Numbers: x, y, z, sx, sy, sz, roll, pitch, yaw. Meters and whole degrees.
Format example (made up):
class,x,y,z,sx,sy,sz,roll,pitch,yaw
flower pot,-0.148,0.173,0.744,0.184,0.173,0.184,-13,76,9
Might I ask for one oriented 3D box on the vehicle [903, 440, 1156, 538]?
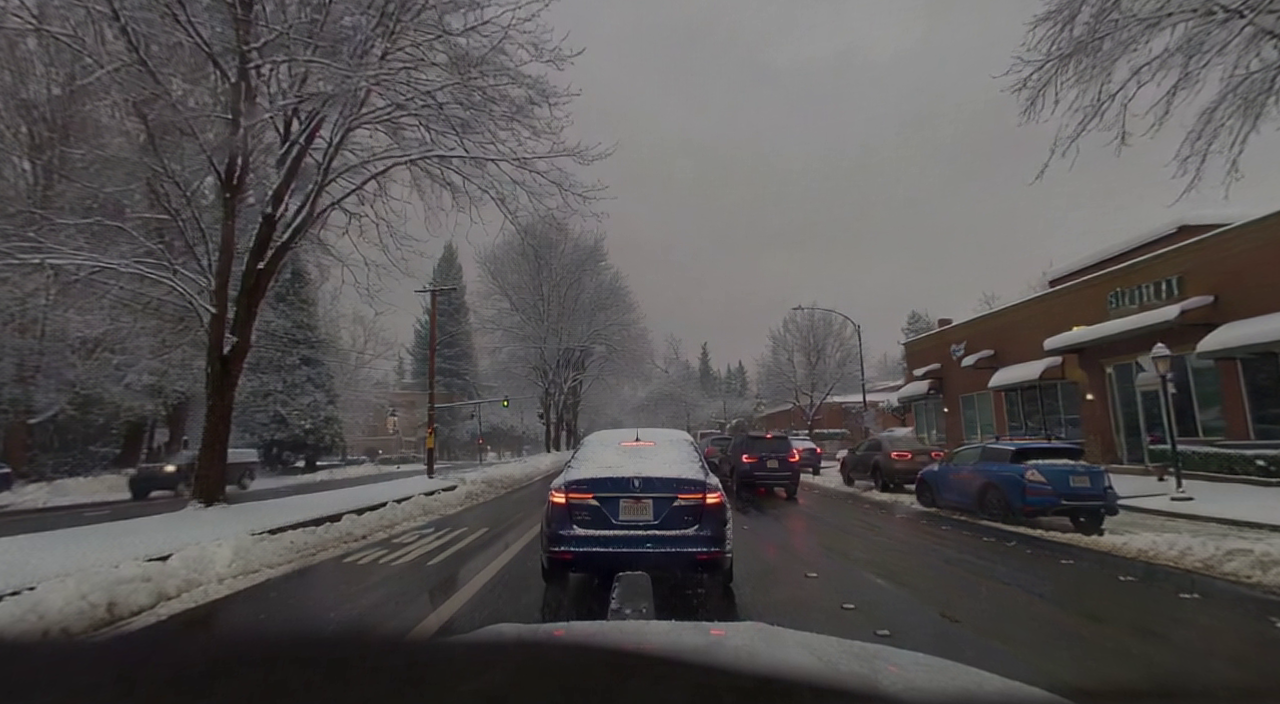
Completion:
class,x,y,z,sx,sy,sz,roll,pitch,yaw
vehicle,6.837,2.401,11.794,1.911,1.468,4.417,0,-8,0

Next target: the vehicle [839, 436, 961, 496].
class,x,y,z,sx,sy,sz,roll,pitch,yaw
vehicle,7.919,3.484,19.751,1.963,1.637,4.527,0,-8,1

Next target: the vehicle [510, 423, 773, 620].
class,x,y,z,sx,sy,sz,roll,pitch,yaw
vehicle,-0.017,1.601,7.009,1.977,1.465,4.376,0,-8,-1

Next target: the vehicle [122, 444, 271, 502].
class,x,y,z,sx,sy,sz,roll,pitch,yaw
vehicle,-15.034,4.067,21.745,2.163,1.743,4.428,1,-8,-5
